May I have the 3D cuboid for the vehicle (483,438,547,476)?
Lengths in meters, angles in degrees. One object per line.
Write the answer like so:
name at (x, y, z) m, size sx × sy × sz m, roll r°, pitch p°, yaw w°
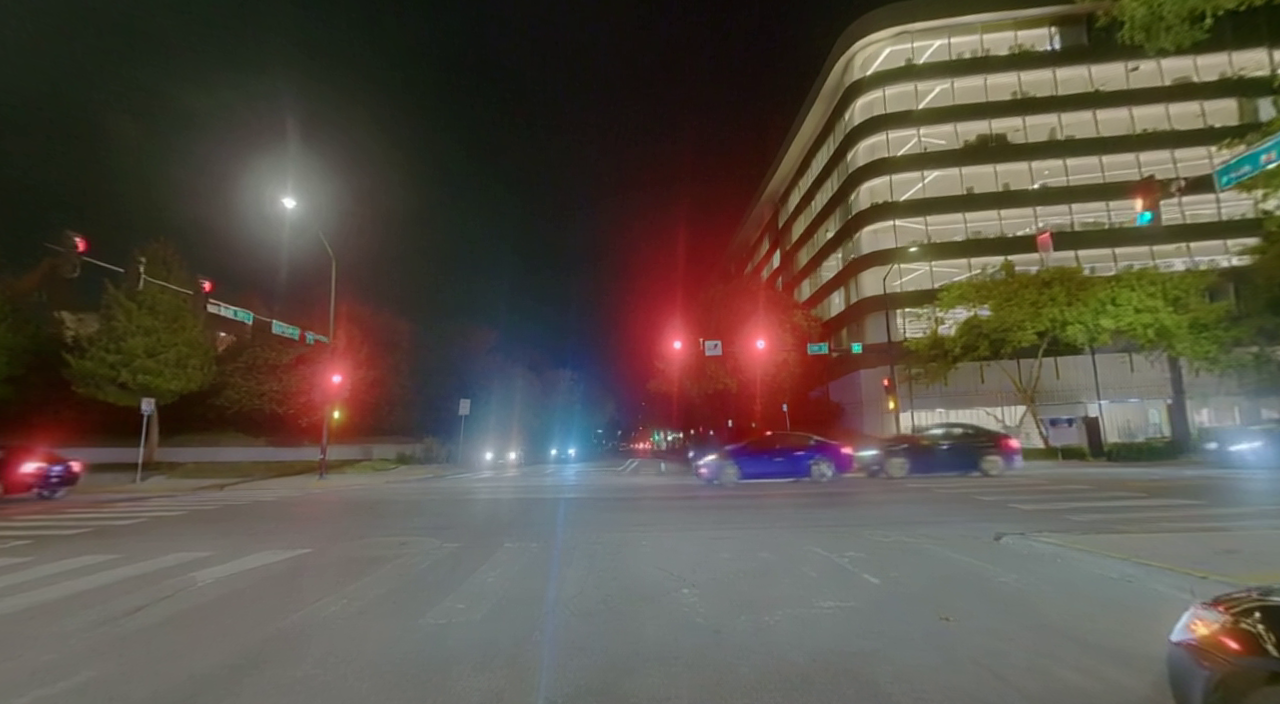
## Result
vehicle at (-5.948, 5.047, 30.440) m, size 2.115 × 1.690 × 4.322 m, roll -1°, pitch -8°, yaw 2°

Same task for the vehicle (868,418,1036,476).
vehicle at (9.950, 3.077, 20.328) m, size 4.363 × 1.757 × 1.926 m, roll 0°, pitch -8°, yaw 1°

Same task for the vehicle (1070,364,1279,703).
vehicle at (2.887, 0.672, 0.823) m, size 1.947 × 1.576 × 3.825 m, roll 0°, pitch -8°, yaw 1°

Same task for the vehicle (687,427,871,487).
vehicle at (3.565, 2.771, 16.760) m, size 4.464 × 1.472 × 1.867 m, roll 0°, pitch -8°, yaw 0°
